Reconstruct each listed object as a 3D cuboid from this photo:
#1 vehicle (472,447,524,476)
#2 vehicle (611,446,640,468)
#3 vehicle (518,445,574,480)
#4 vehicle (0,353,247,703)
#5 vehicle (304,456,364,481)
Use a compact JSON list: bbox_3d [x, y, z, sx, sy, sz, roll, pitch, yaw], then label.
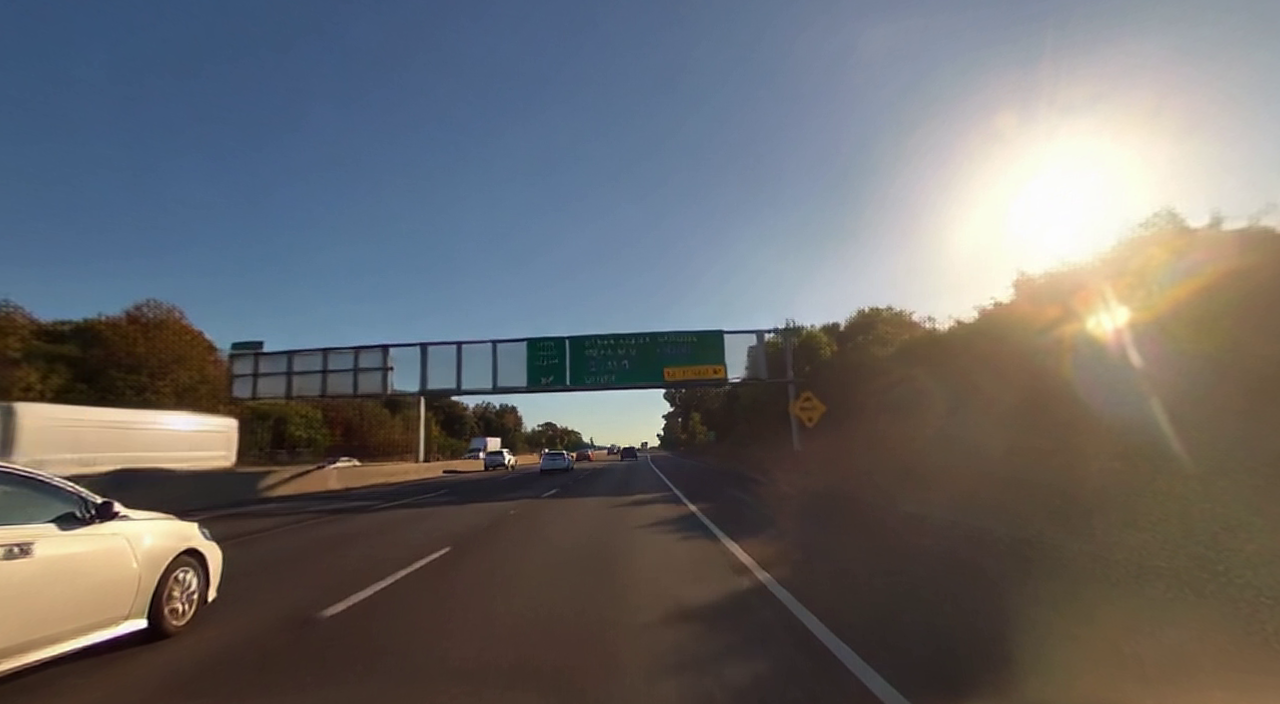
[{"bbox_3d":[-7.782,6.011,34.632,1.936,1.516,3.904,0,-9,0],"label":"vehicle"},{"bbox_3d":[-1.056,7.635,45.632,2.023,1.479,3.718,0,-9,-1],"label":"vehicle"},{"bbox_3d":[-4.251,5.081,29.002,1.988,1.477,4.118,0,-9,0],"label":"vehicle"},{"bbox_3d":[-4.072,0.832,2.486,2.074,1.779,4.588,0,-9,-1],"label":"vehicle"},{"bbox_3d":[-20.513,7.818,42.223,1.910,1.488,4.379,0,-9,-1],"label":"vehicle"}]
